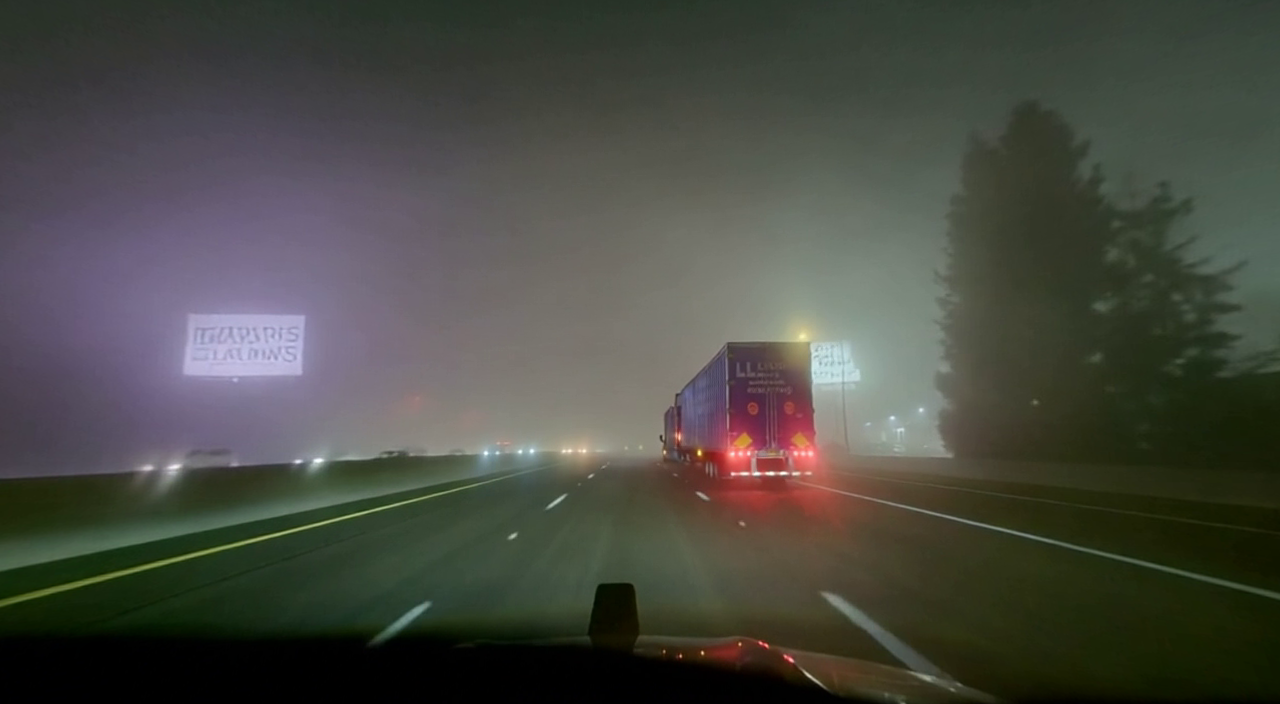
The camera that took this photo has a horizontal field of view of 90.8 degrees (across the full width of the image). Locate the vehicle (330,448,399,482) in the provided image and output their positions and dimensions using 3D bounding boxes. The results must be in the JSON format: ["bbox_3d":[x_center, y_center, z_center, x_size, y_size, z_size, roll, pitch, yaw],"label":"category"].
[{"bbox_3d":[-11.264,4.613,26.030,1.439,1.299,3.155,0,-9,-1],"label":"vehicle"}]

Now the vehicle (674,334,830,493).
[{"bbox_3d":[3.493,2.929,25.898,2.891,4.387,17.121,0,-9,-1],"label":"vehicle"}]

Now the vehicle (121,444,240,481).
[{"bbox_3d":[-22.148,5.336,30.769,2.137,1.618,5.008,0,-9,-1],"label":"vehicle"}]

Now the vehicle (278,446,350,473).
[{"bbox_3d":[-18.682,6.164,36.440,1.933,1.487,4.220,0,-9,-1],"label":"vehicle"}]
